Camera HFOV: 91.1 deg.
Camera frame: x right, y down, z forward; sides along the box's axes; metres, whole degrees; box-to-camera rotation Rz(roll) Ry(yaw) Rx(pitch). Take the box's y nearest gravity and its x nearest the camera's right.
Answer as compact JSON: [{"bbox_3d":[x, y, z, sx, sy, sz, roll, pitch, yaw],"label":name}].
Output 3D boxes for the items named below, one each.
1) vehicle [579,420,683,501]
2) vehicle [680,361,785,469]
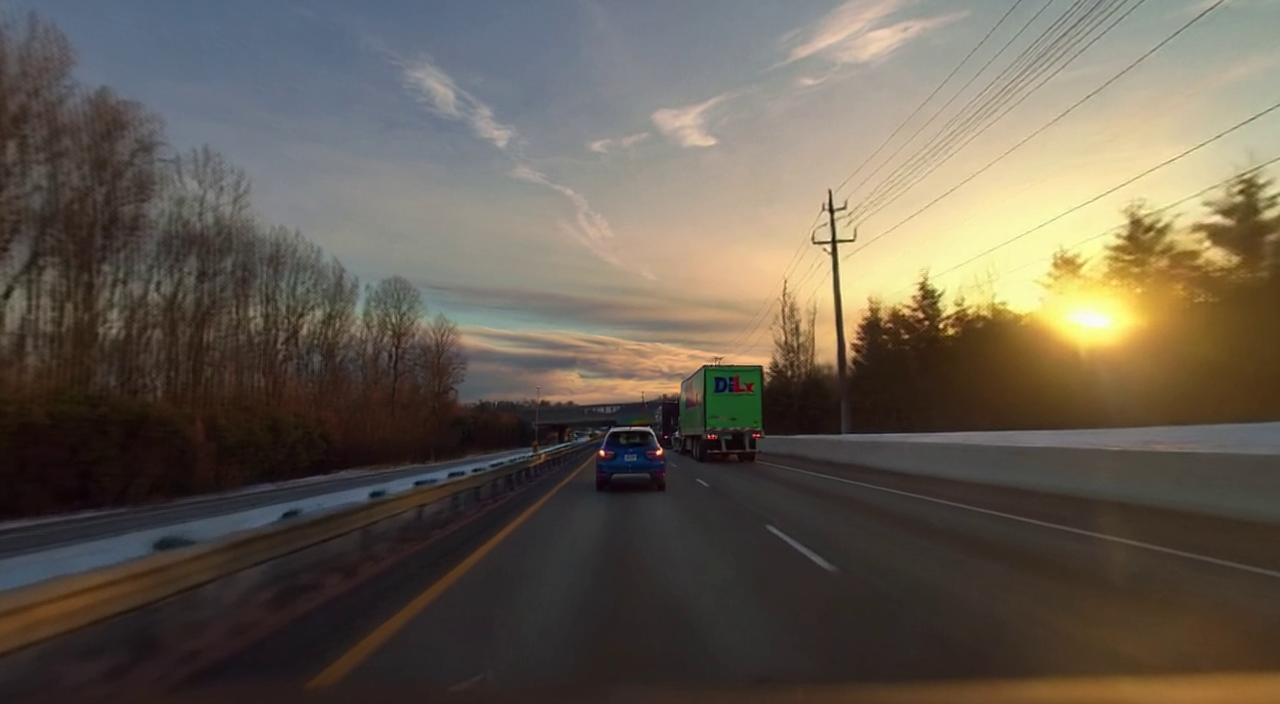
[{"bbox_3d":[-0.230,2.421,14.439,2.062,1.581,3.914,0,-8,-2],"label":"vehicle"},{"bbox_3d":[3.628,2.865,27.200,2.835,3.872,8.916,0,-8,-2],"label":"vehicle"}]
